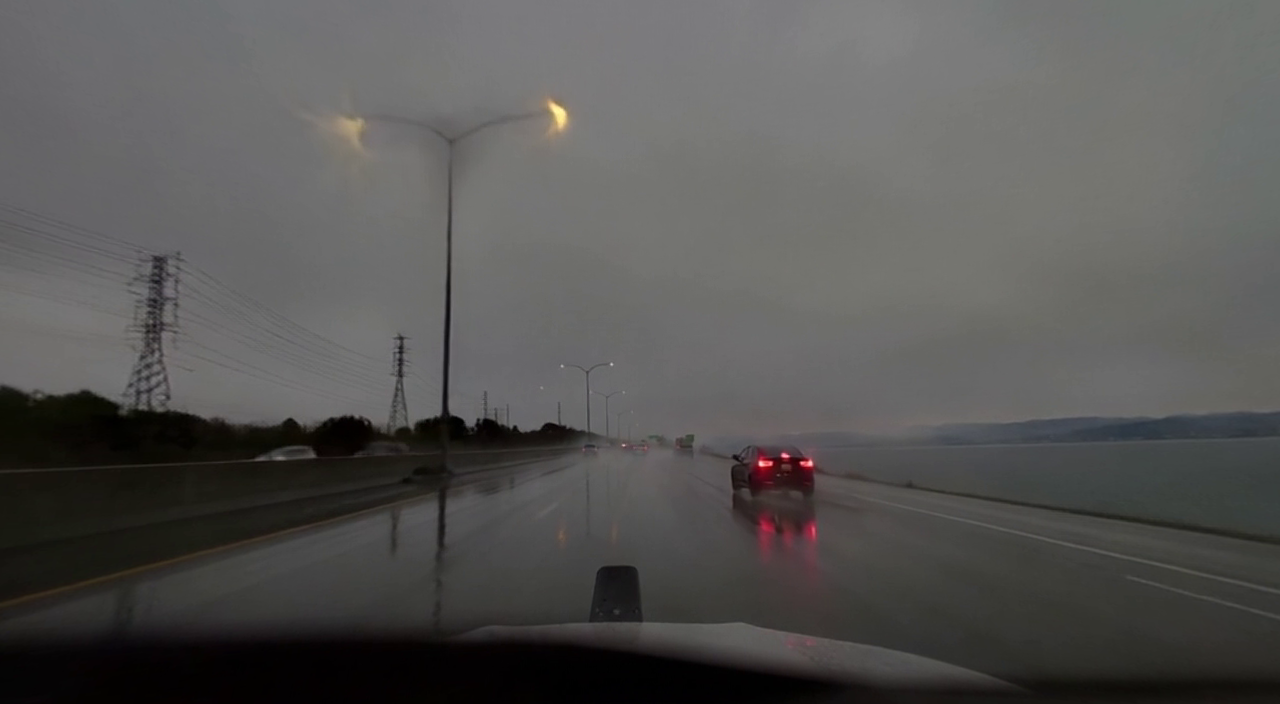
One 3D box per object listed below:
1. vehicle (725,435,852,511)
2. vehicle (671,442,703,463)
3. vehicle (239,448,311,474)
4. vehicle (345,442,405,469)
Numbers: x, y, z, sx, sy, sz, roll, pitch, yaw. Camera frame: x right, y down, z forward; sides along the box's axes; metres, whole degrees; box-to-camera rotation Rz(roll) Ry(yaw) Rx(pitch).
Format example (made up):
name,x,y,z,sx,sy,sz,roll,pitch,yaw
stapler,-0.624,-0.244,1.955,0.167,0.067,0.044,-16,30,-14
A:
name,x,y,z,sx,sy,sz,roll,pitch,yaw
vehicle,3.271,2.742,14.857,1.890,1.490,4.373,0,-8,-1
vehicle,3.537,7.712,48.510,2.000,1.533,4.438,0,-8,-1
vehicle,-22.933,6.848,39.948,1.849,1.456,4.573,0,-8,0
vehicle,-15.519,6.075,37.254,1.850,1.519,3.963,0,-8,-1
